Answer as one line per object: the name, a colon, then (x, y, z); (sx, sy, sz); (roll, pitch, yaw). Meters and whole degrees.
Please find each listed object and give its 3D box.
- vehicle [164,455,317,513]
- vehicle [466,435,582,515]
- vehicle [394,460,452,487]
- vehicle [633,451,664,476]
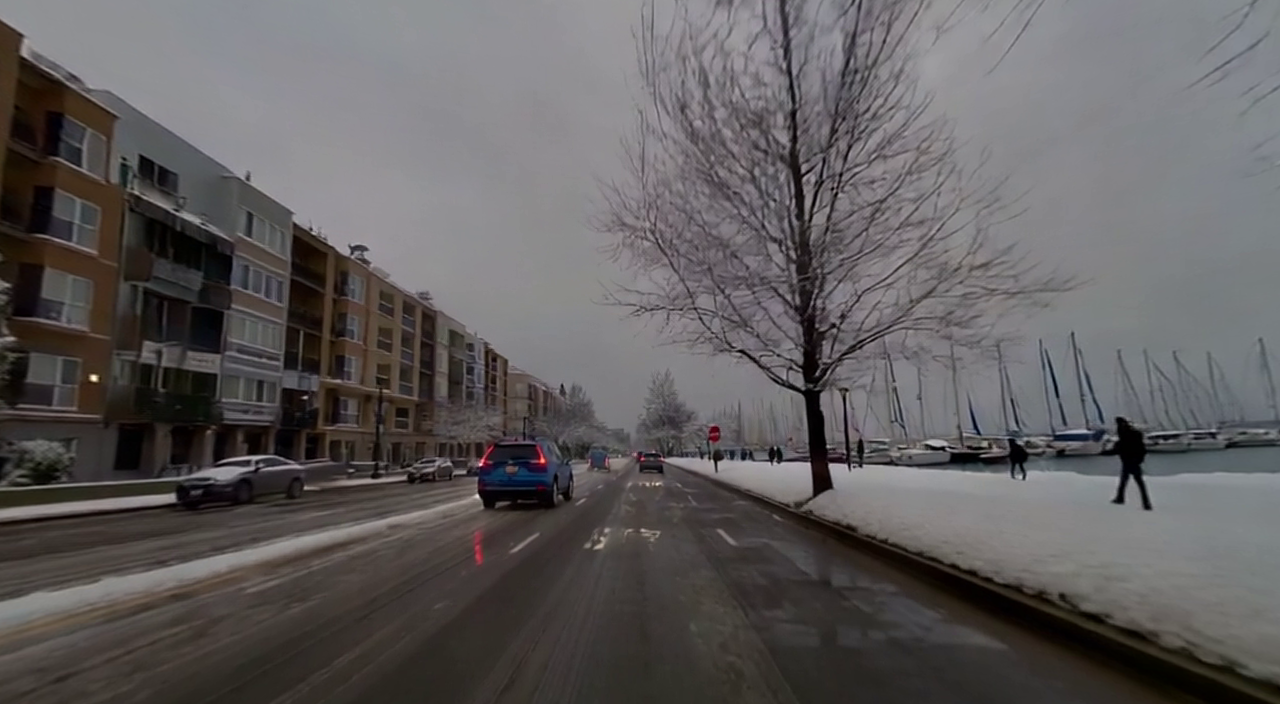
vehicle: (-13.351, 4.411, 21.491); (2.128, 1.716, 4.479); (-1, -9, 2)
vehicle: (-2.900, 3.229, 16.985); (2.082, 1.817, 4.724); (-1, -9, 2)
vehicle: (-13.343, 7.465, 38.995); (1.871, 1.463, 4.555); (0, -9, 1)
vehicle: (0.634, 7.742, 43.827); (2.057, 1.624, 3.726); (-1, -9, 2)
